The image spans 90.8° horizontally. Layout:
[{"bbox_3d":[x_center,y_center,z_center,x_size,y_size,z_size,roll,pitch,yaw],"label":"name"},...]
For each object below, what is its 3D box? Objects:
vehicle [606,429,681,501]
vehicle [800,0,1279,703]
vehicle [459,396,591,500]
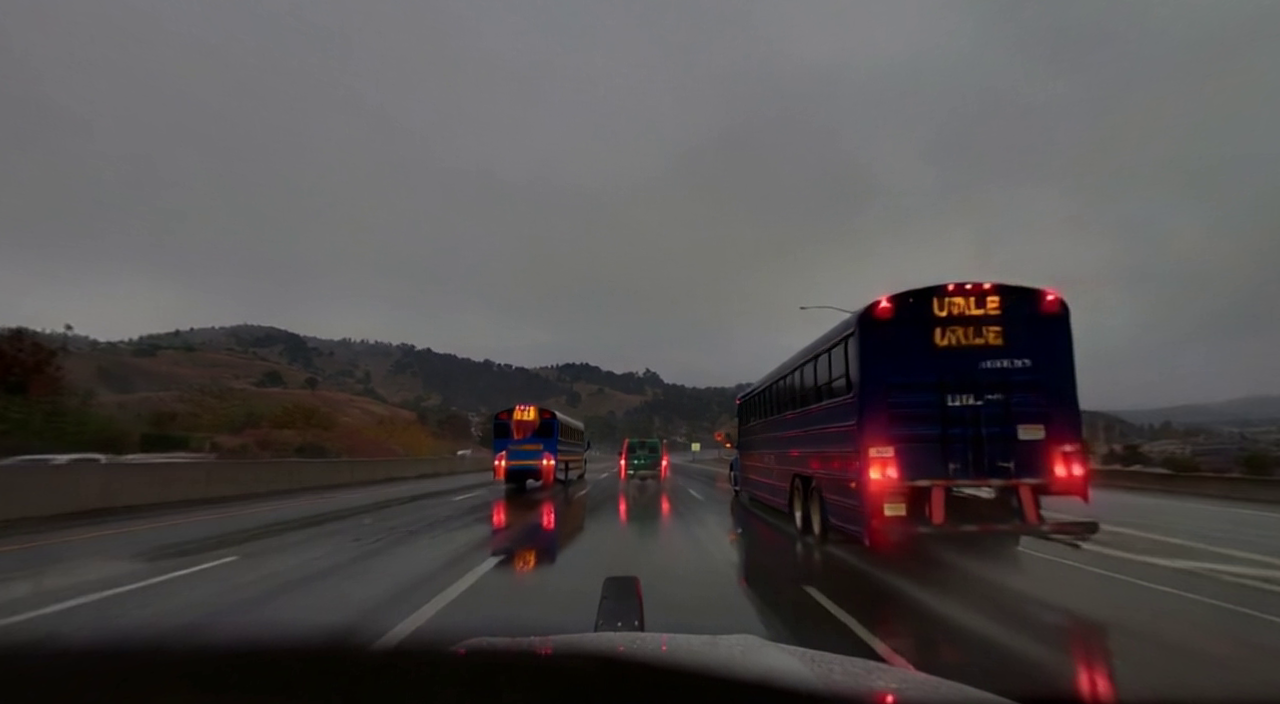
[{"bbox_3d":[0.073,3.443,19.460,2.037,1.929,4.343,0,-9,-1],"label":"vehicle"},{"bbox_3d":[4.164,-0.024,3.524,3.006,4.101,13.245,0,-9,0],"label":"vehicle"},{"bbox_3d":[-3.657,3.428,22.389,2.947,3.009,7.991,0,-9,1],"label":"vehicle"}]
